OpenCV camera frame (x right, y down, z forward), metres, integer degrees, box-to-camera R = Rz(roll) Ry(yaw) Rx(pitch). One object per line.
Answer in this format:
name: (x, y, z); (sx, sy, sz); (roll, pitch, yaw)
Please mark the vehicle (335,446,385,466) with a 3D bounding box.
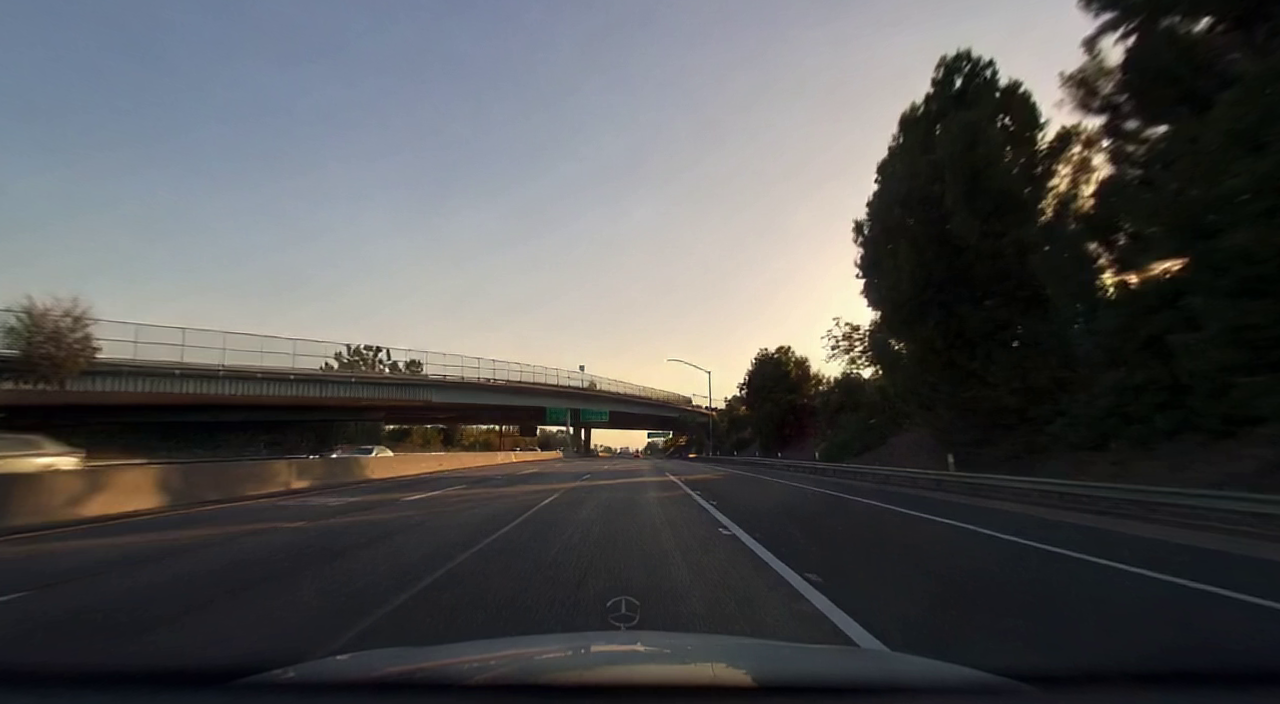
vehicle: (-21.660, 8.022, 48.967); (1.799, 1.442, 4.505); (0, -9, 0)
